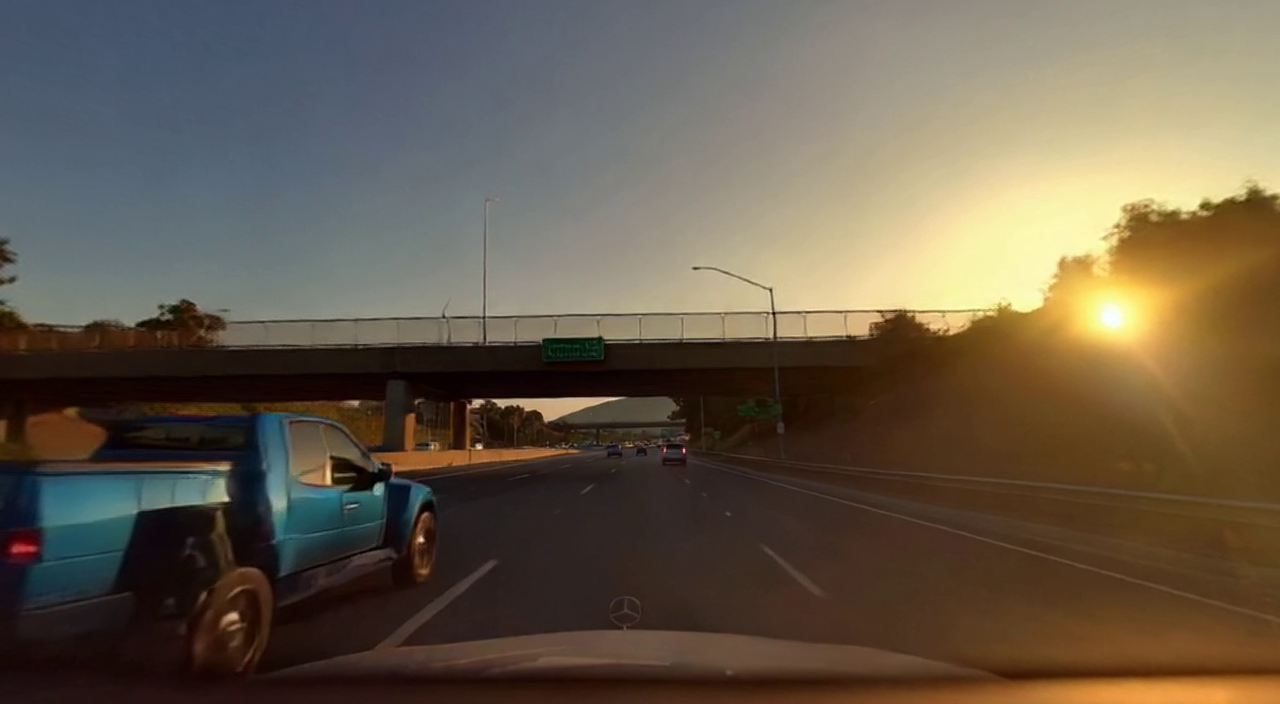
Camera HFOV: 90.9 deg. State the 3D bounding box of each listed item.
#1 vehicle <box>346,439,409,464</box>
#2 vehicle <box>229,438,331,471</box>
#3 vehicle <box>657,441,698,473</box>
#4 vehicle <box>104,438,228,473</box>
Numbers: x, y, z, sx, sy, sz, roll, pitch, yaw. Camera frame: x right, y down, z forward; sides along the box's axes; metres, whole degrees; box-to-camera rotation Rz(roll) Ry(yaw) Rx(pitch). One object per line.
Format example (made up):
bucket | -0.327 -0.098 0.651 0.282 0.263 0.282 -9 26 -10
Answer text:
vehicle | -19.716 7.490 47.733 2.203 1.733 5.705 0 -8 2
vehicle | -19.906 5.684 35.262 2.184 1.663 5.696 0 -8 2
vehicle | 1.991 5.807 35.061 2.010 1.637 4.940 0 -8 1
vehicle | -23.201 5.099 31.230 1.954 1.570 5.289 0 -8 1
